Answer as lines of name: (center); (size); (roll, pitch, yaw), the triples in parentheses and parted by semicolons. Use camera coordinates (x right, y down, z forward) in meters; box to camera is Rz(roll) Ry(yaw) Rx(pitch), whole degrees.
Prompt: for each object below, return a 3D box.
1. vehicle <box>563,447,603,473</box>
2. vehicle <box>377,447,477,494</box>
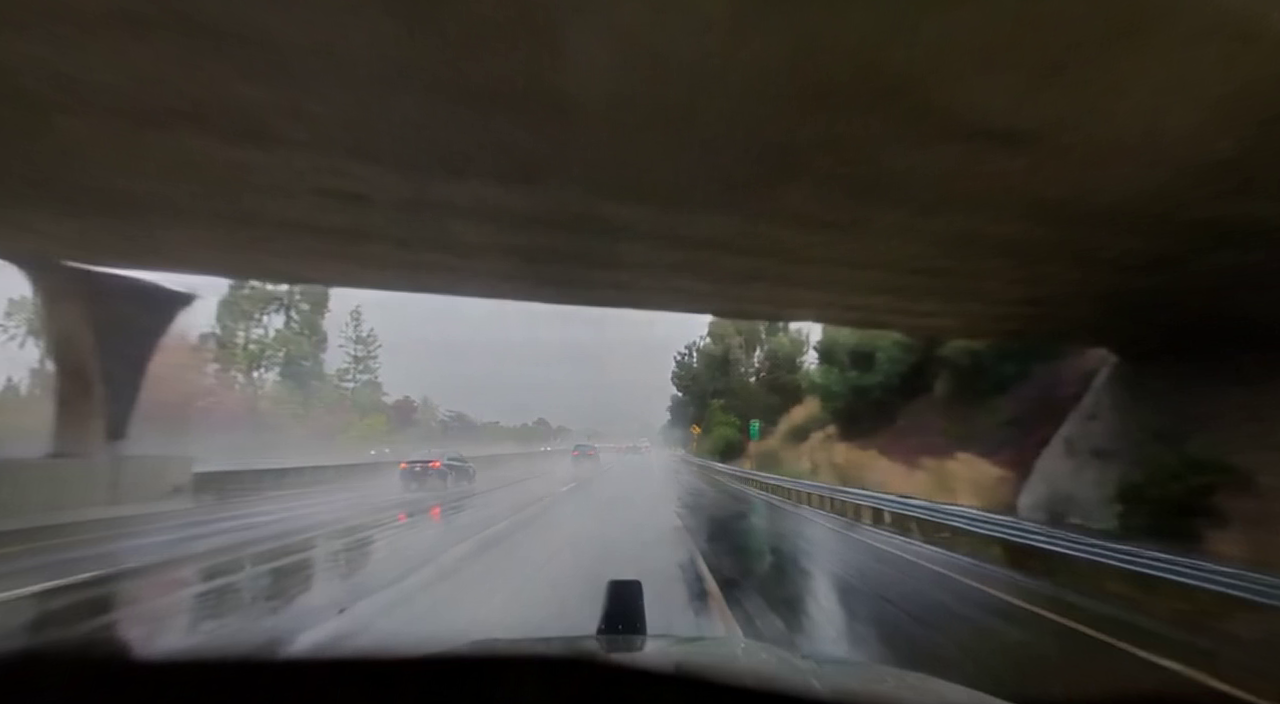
vehicle: (-3.667, 7.056, 41.341); (2.102, 1.571, 4.666); (0, -9, 1)
vehicle: (-7.621, 4.270, 23.112); (2.002, 1.507, 4.631); (0, -9, 1)
